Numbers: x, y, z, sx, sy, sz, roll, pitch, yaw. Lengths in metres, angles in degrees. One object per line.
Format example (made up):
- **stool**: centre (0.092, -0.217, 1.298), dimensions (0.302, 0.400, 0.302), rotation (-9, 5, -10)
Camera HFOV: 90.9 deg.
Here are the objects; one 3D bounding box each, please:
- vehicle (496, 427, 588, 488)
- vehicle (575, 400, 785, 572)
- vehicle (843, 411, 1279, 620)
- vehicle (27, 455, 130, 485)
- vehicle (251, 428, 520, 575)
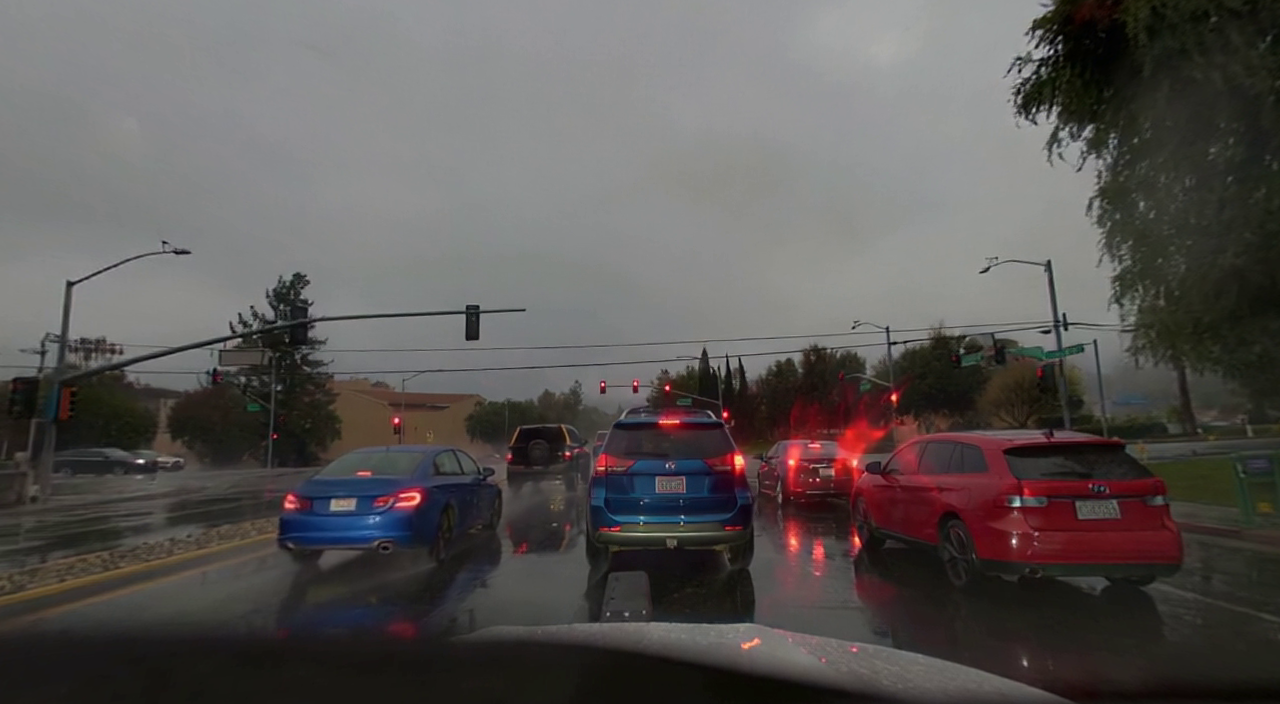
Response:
- **vehicle**: centre (-3.200, 3.604, 21.854), dimensions (2.230, 1.834, 5.469), rotation (0, -8, 1)
- **vehicle**: centre (0.401, 1.712, 8.766), dimensions (2.172, 1.764, 4.338), rotation (0, -8, 0)
- **vehicle**: centre (3.928, 1.560, 6.931), dimensions (1.954, 1.592, 3.992), rotation (0, -8, -2)
- **vehicle**: centre (-33.051, 6.941, 37.144), dimensions (4.395, 1.636, 1.926), rotation (-1, -8, 6)
- **vehicle**: centre (-3.034, 1.861, 8.698), dimensions (1.876, 1.497, 4.308), rotation (0, -8, 1)
